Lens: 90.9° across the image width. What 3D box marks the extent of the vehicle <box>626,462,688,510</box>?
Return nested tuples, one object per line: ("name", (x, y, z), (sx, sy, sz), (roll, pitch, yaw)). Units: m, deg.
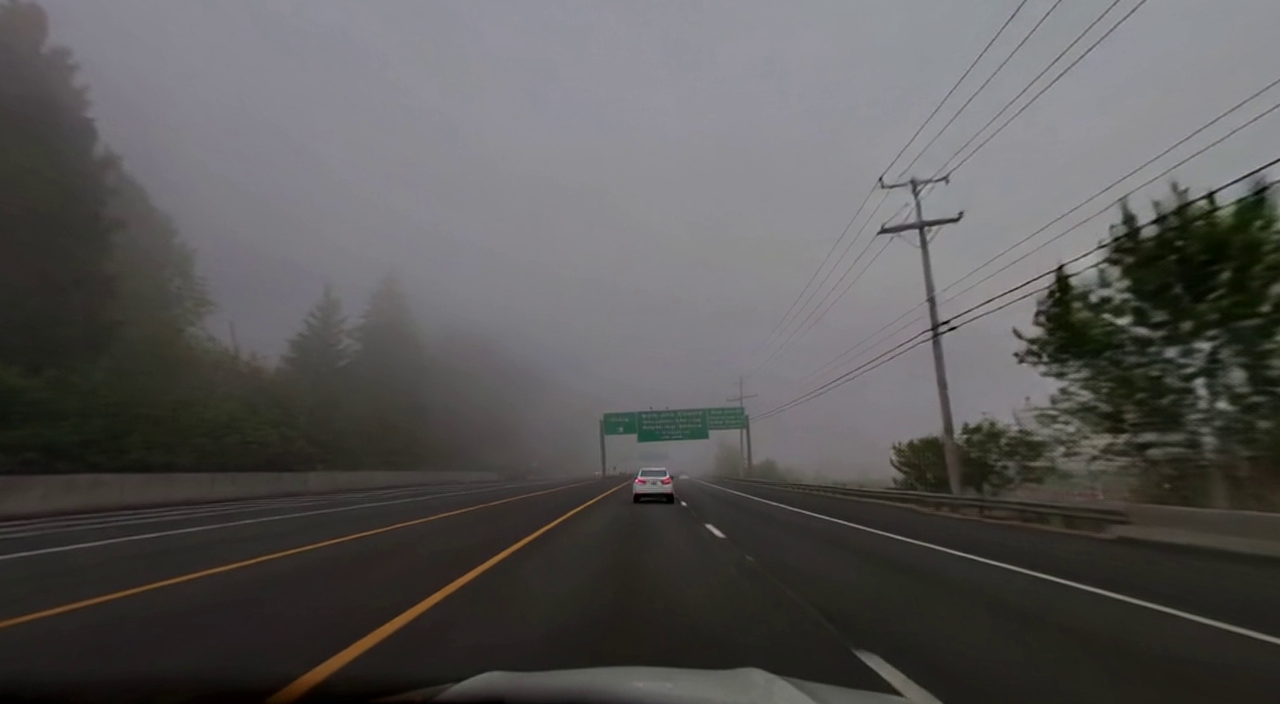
("vehicle", (0.552, 4.647, 22.078), (1.987, 1.480, 3.786), (1, -11, 0))
